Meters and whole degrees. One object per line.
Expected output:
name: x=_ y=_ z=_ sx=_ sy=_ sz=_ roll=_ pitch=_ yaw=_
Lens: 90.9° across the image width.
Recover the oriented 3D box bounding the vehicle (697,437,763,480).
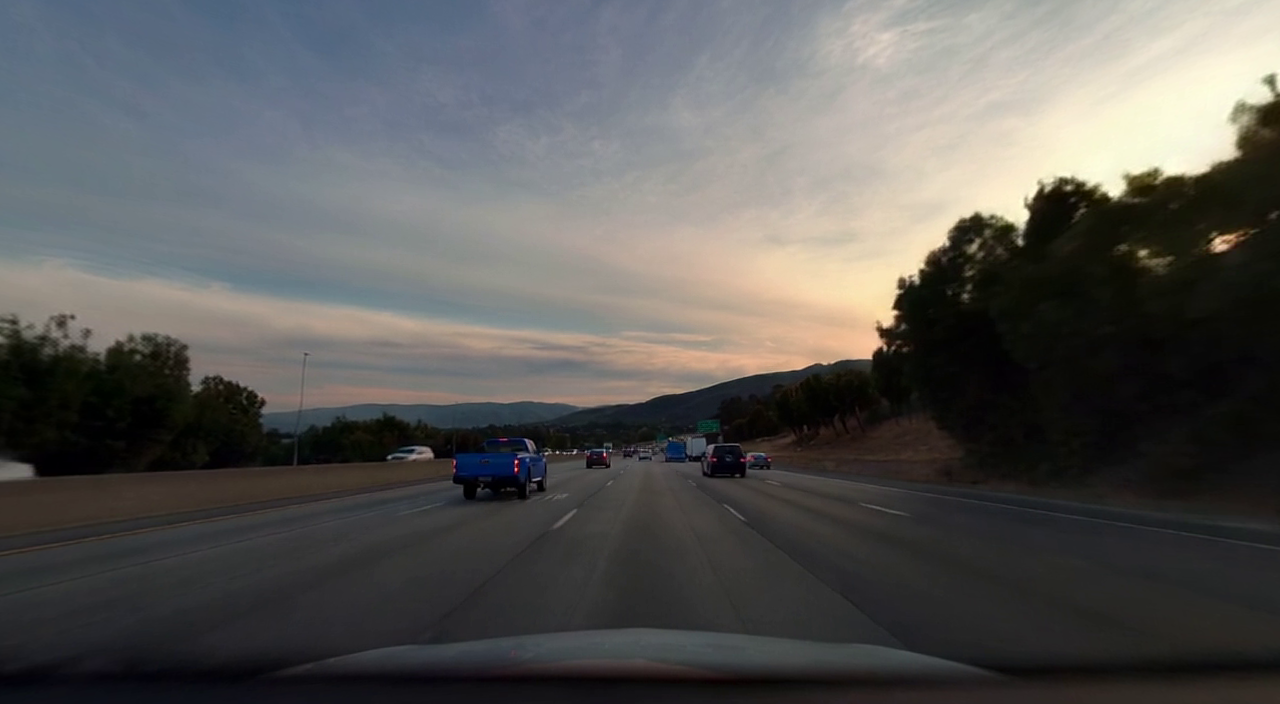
vehicle: x=4.401 y=5.337 z=31.959 sx=2.424 sy=1.952 sz=5.611 roll=0 pitch=-8 yaw=-1

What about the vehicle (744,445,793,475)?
vehicle: x=8.013 y=6.772 z=39.752 sx=2.104 sy=1.724 sz=4.701 roll=0 pitch=-8 yaw=0

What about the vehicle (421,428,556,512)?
vehicle: x=-3.736 y=3.023 z=16.768 sx=2.227 sy=1.853 sz=5.161 roll=-1 pitch=-8 yaw=1

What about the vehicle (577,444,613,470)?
vehicle: x=-3.247 y=7.725 z=46.441 sx=2.235 sy=1.785 sz=4.386 roll=-1 pitch=-8 yaw=1

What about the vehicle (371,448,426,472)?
vehicle: x=-16.926 y=7.577 z=44.443 sx=1.963 sy=1.590 sz=4.486 roll=-1 pitch=-8 yaw=1
